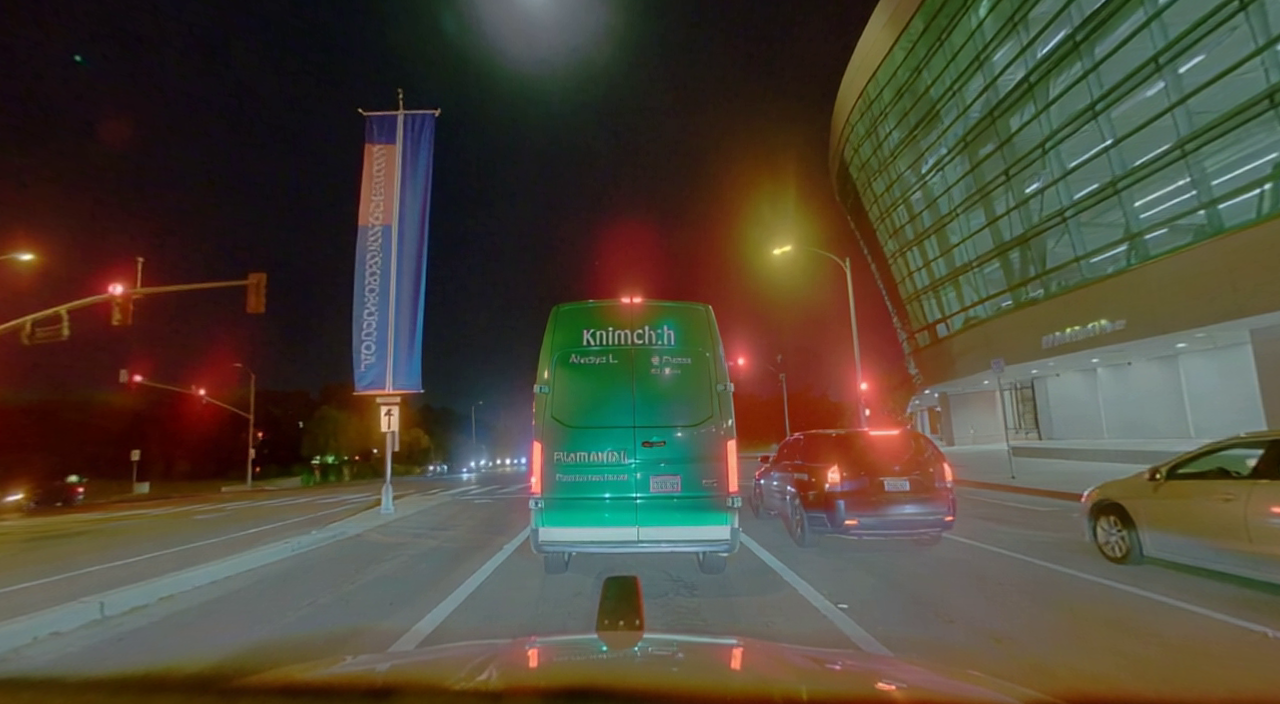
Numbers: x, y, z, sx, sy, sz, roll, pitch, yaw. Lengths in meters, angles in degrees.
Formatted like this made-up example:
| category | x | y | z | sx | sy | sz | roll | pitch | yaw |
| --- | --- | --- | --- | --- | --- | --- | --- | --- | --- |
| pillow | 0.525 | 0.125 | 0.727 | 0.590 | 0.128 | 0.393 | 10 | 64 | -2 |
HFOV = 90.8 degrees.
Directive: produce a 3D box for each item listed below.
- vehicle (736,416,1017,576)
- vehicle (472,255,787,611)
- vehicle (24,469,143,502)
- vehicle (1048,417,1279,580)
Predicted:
| category | x | y | z | sx | sy | sz | roll | pitch | yaw |
| --- | --- | --- | --- | --- | --- | --- | --- | --- | --- |
| vehicle | 2.876 | 1.868 | 9.050 | 2.183 | 1.676 | 4.506 | 0 | -8 | -1 |
| vehicle | -0.045 | 1.181 | 9.077 | 2.613 | 3.035 | 7.342 | 0 | -8 | 1 |
| vehicle | -31.097 | 7.450 | 35.412 | 4.806 | 1.652 | 1.869 | 0 | -8 | -2 |
| vehicle | 7.531 | 1.587 | 7.019 | 1.963 | 1.669 | 4.678 | 3 | -9 | -20 |
